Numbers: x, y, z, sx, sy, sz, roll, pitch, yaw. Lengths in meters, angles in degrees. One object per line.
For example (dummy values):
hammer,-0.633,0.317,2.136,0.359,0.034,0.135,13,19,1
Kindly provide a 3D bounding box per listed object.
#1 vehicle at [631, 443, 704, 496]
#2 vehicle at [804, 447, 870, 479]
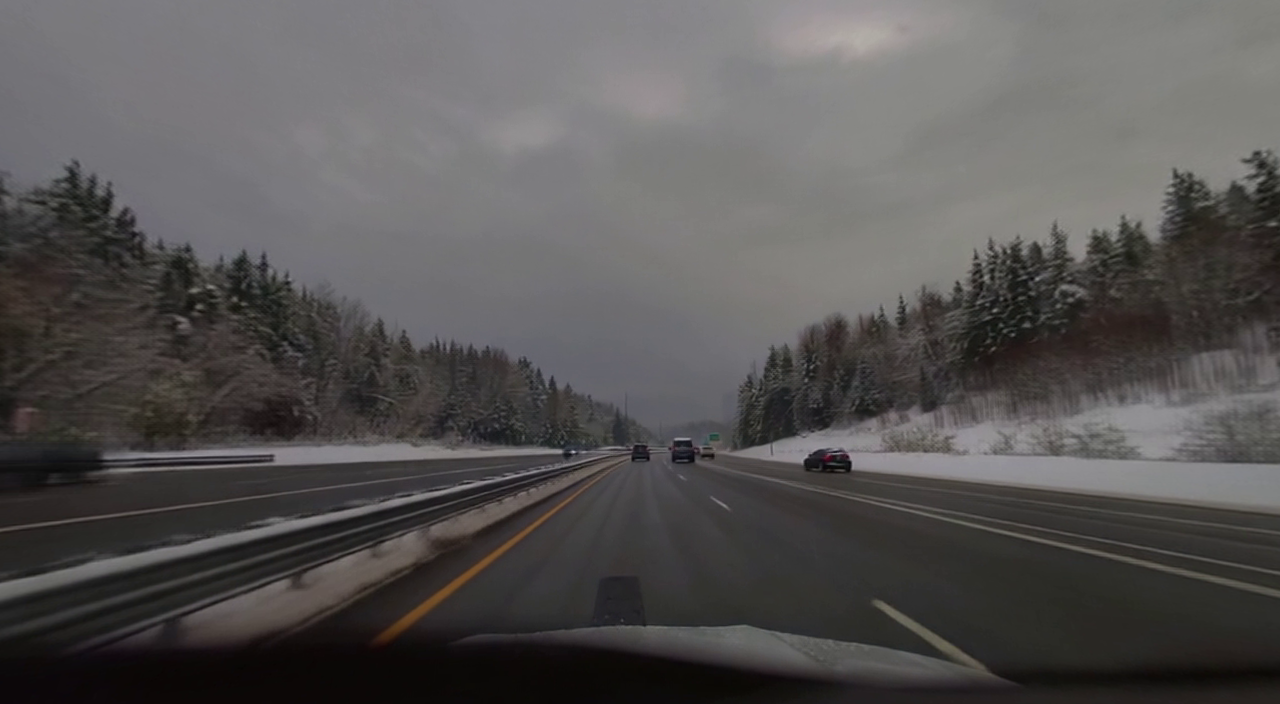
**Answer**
vehicle,0.742,3.621,19.772,2.053,1.483,4.185,0,-9,-1
vehicle,9.631,5.441,31.107,1.926,1.483,3.528,0,-9,-3
